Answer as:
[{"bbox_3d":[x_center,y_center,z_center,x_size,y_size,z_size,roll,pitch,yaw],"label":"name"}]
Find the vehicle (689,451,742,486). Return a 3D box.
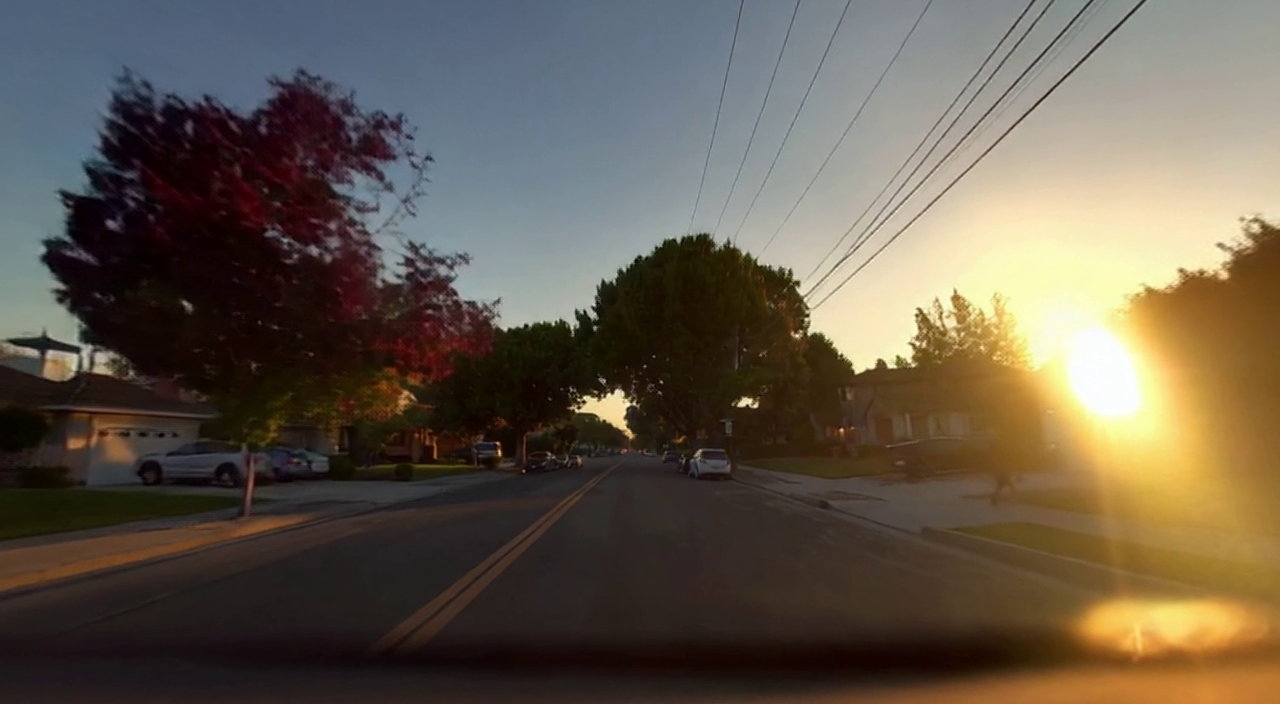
[{"bbox_3d":[3.615,5.660,30.921,1.917,1.569,4.460,0,-9,-1],"label":"vehicle"}]

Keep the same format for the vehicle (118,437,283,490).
[{"bbox_3d":[-15.499,3.956,22.382,4.320,1.767,1.951,0,-9,0],"label":"vehicle"}]

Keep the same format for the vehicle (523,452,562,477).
[{"bbox_3d":[-6.651,7.660,43.184,1.985,1.497,4.655,-2,-9,-1],"label":"vehicle"}]
